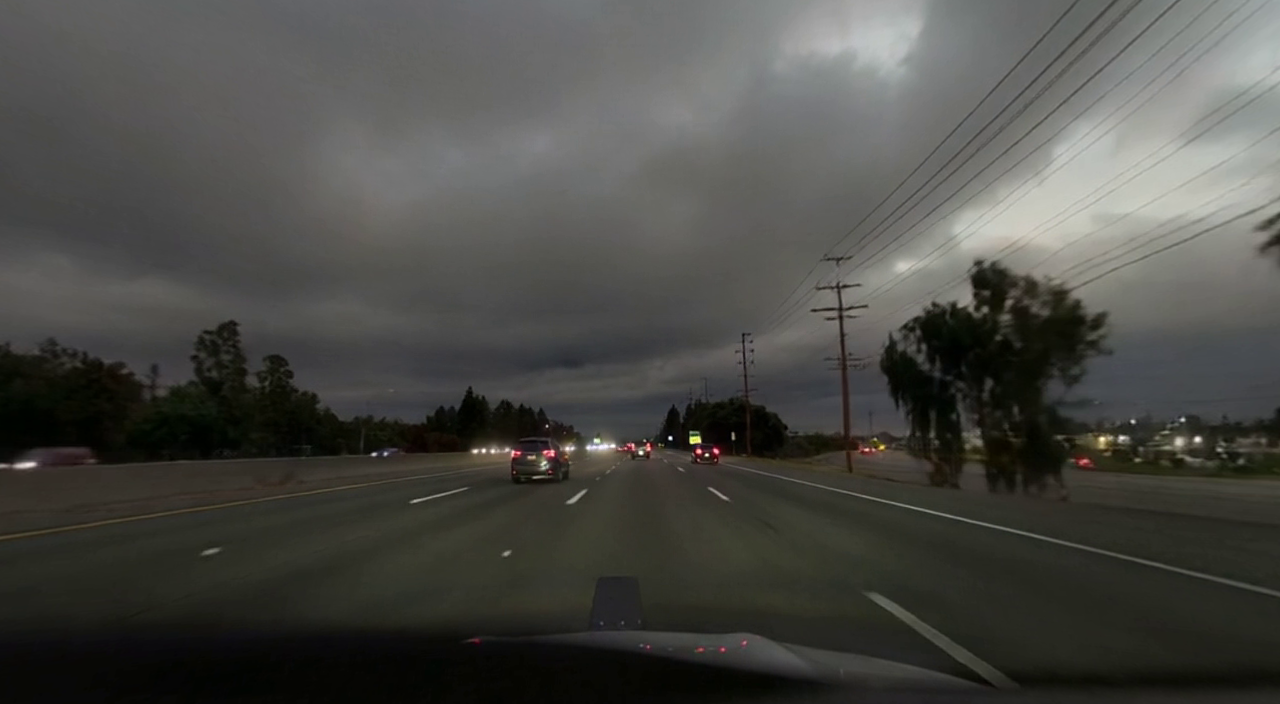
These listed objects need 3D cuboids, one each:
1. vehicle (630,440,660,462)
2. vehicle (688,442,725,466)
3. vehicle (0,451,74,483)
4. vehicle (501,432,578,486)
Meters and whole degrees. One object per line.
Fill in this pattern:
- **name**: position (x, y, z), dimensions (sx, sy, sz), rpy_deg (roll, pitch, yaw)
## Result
- **vehicle**: position (0.384, 7.622, 48.595), dimensions (2.156, 1.647, 3.987), rpy_deg (0, -8, 1)
- **vehicle**: position (4.316, 6.683, 41.553), dimensions (1.964, 1.479, 4.252), rpy_deg (0, -8, -1)
- **vehicle**: position (-32.844, 6.008, 33.207), dimensions (1.834, 1.535, 4.572), rpy_deg (0, -8, 0)
- **vehicle**: position (-3.388, 3.702, 22.090), dimensions (1.961, 1.704, 4.052), rpy_deg (0, -8, 1)
